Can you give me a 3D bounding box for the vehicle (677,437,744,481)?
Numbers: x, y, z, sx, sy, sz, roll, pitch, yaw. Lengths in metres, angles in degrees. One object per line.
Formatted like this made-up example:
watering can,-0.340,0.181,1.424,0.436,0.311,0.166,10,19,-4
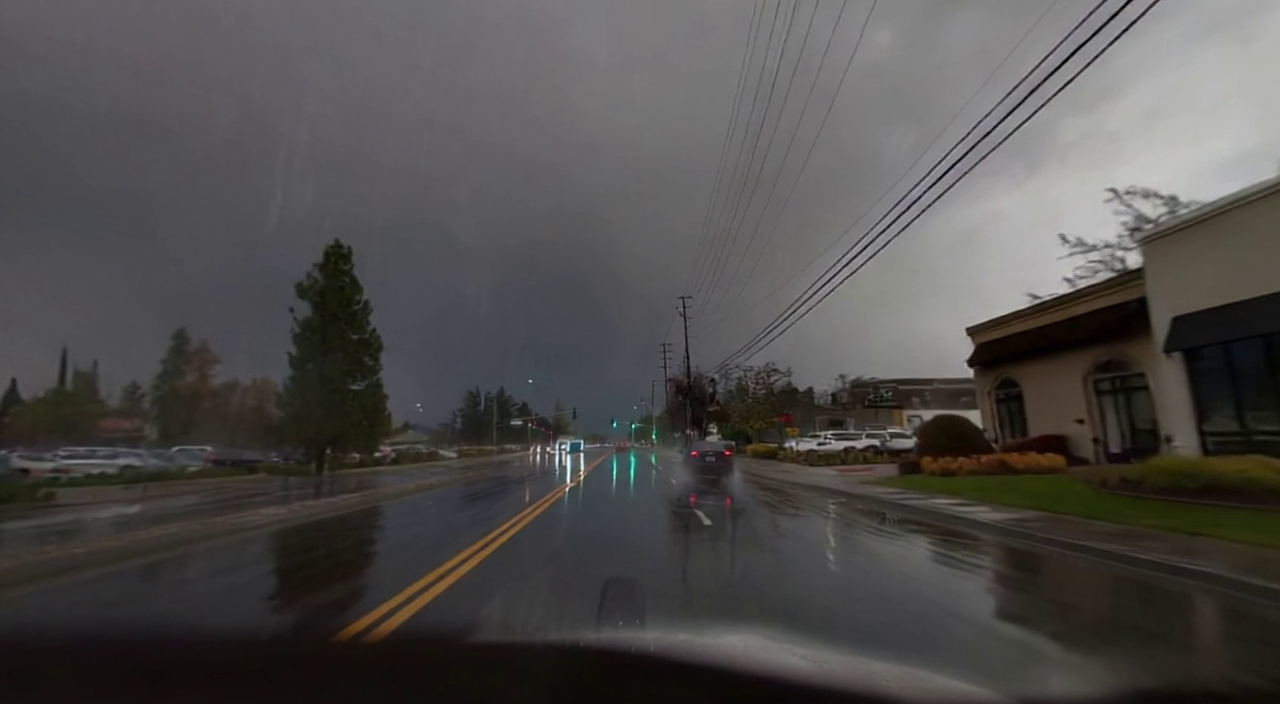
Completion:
vehicle,2.514,3.926,23.403,1.975,1.497,3.647,0,-8,-1
